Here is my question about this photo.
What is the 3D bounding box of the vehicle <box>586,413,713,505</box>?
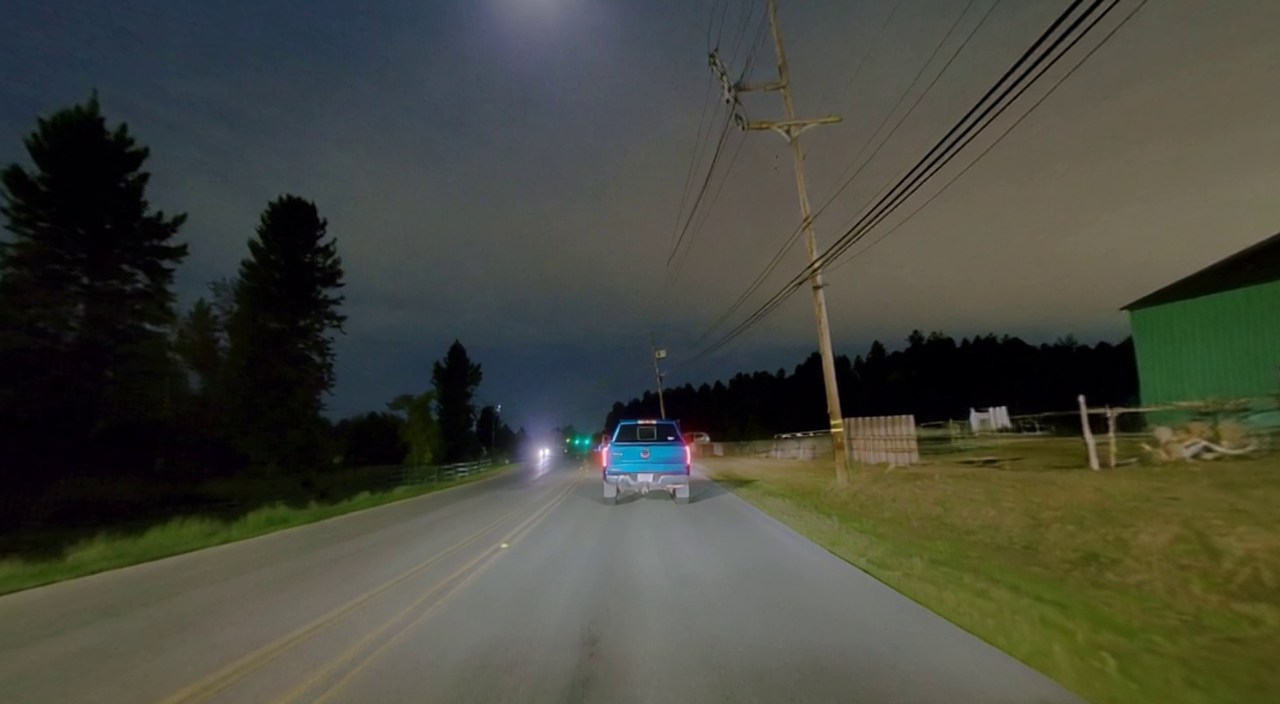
[{"bbox_3d":[0.092,2.736,16.616,2.693,1.941,6.356,0,-8,-2],"label":"vehicle"}]
